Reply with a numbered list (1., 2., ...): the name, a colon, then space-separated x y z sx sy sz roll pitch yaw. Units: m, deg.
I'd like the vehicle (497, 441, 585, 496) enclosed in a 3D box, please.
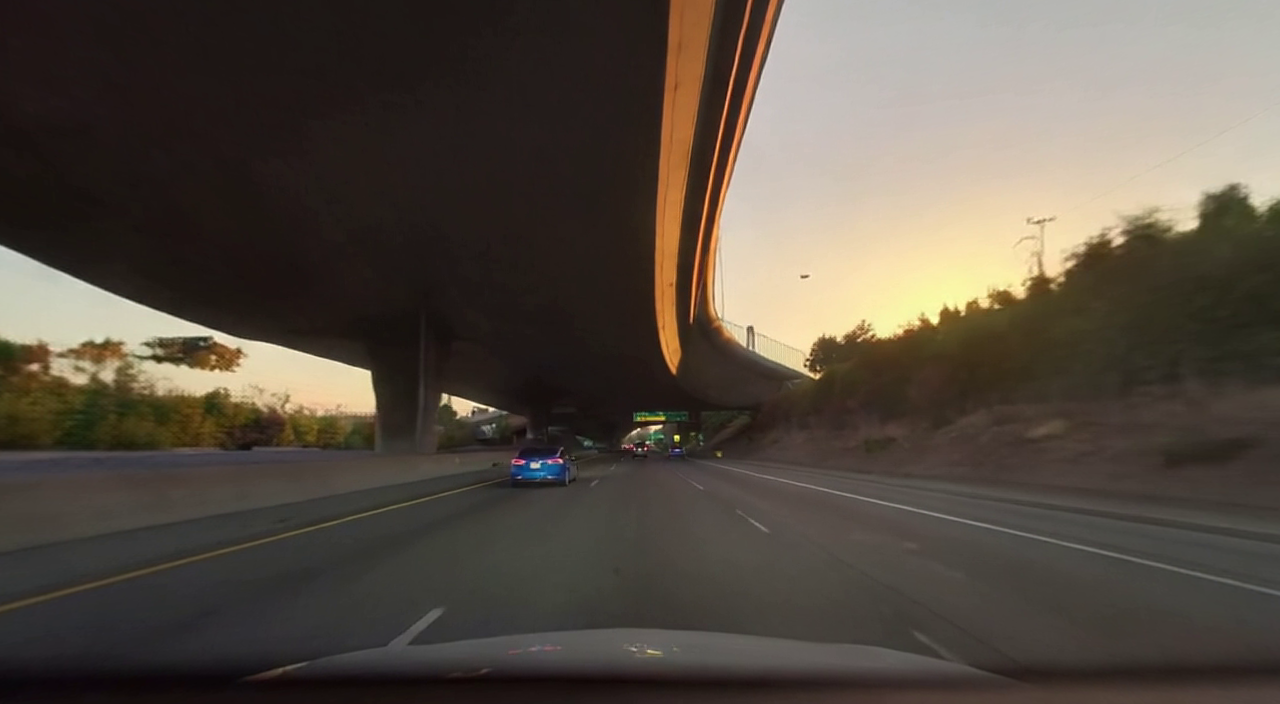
1. vehicle: -3.028 3.680 20.382 2.029 1.557 4.570 0 -9 1
